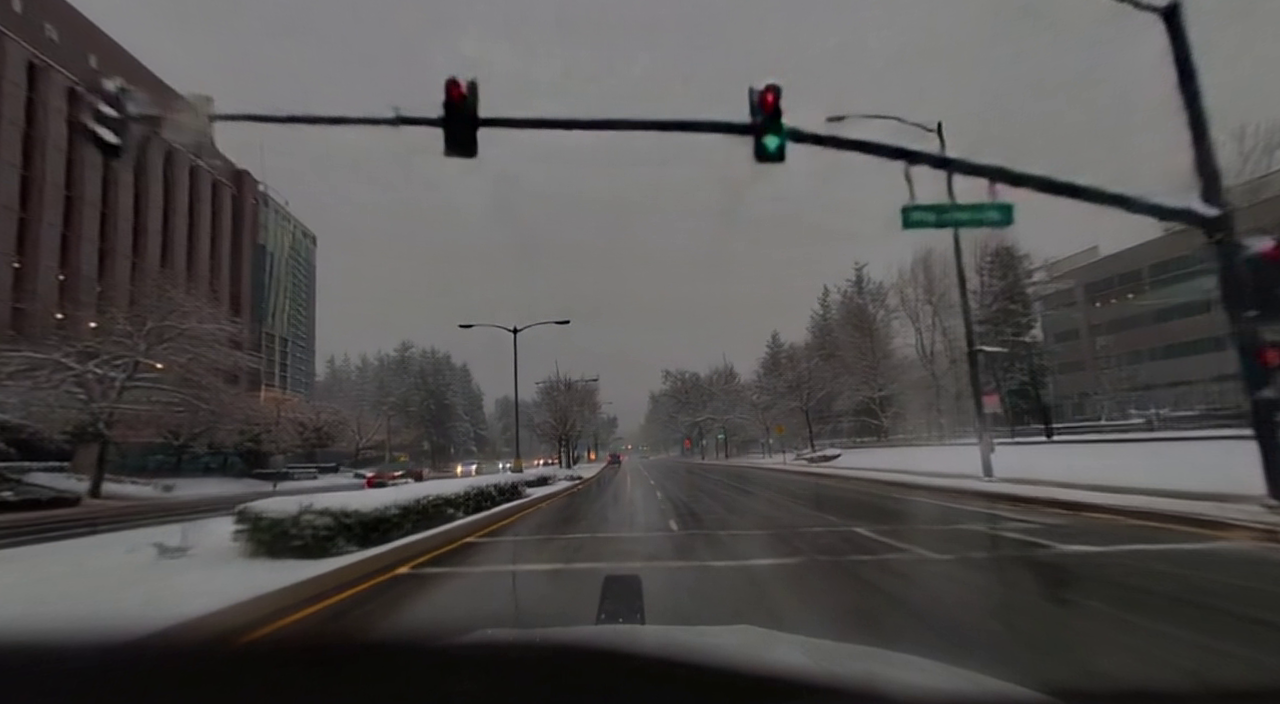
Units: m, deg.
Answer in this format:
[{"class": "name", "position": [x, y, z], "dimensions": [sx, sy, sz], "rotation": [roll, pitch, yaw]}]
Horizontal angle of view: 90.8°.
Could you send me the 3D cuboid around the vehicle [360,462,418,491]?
[{"class": "vehicle", "position": [-15.434, 7.652, 39.051], "dimensions": [1.833, 1.496, 4.157], "rotation": [-3, -9, 0]}]
